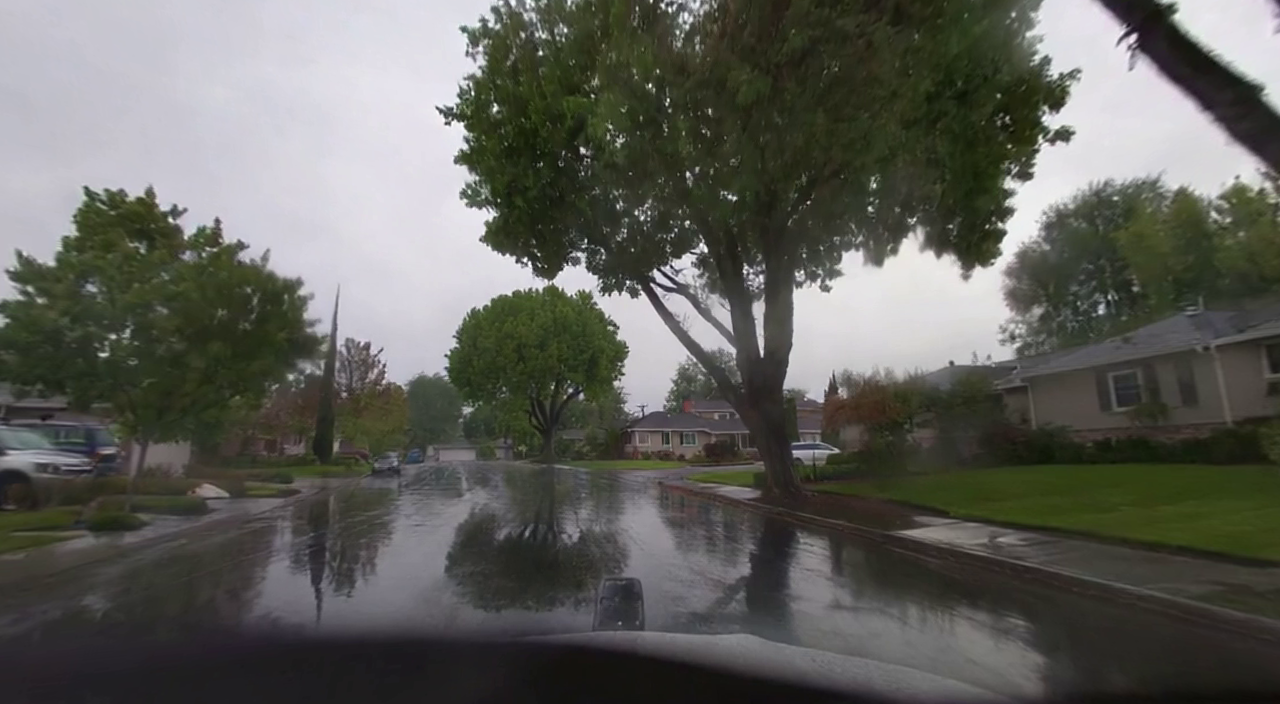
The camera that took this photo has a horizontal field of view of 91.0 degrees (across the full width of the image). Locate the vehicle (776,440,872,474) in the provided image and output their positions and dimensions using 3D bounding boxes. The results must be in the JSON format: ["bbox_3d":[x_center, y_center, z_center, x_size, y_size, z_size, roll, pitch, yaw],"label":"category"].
[{"bbox_3d":[10.519,5.948,36.020,4.933,1.817,2.014,3,-8,-18],"label":"vehicle"}]

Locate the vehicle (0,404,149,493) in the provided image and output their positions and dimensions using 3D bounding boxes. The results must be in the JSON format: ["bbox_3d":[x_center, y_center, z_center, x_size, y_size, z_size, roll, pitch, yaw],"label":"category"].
[{"bbox_3d":[-16.473,2.423,15.798,5.907,2.064,2.507,1,-9,-9],"label":"vehicle"}]

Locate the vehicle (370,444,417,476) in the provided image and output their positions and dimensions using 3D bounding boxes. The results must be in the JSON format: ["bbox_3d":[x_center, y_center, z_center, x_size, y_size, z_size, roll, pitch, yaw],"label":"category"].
[{"bbox_3d":[-13.394,5.895,34.426,1.938,1.499,4.290,-1,-9,-15],"label":"vehicle"}]
